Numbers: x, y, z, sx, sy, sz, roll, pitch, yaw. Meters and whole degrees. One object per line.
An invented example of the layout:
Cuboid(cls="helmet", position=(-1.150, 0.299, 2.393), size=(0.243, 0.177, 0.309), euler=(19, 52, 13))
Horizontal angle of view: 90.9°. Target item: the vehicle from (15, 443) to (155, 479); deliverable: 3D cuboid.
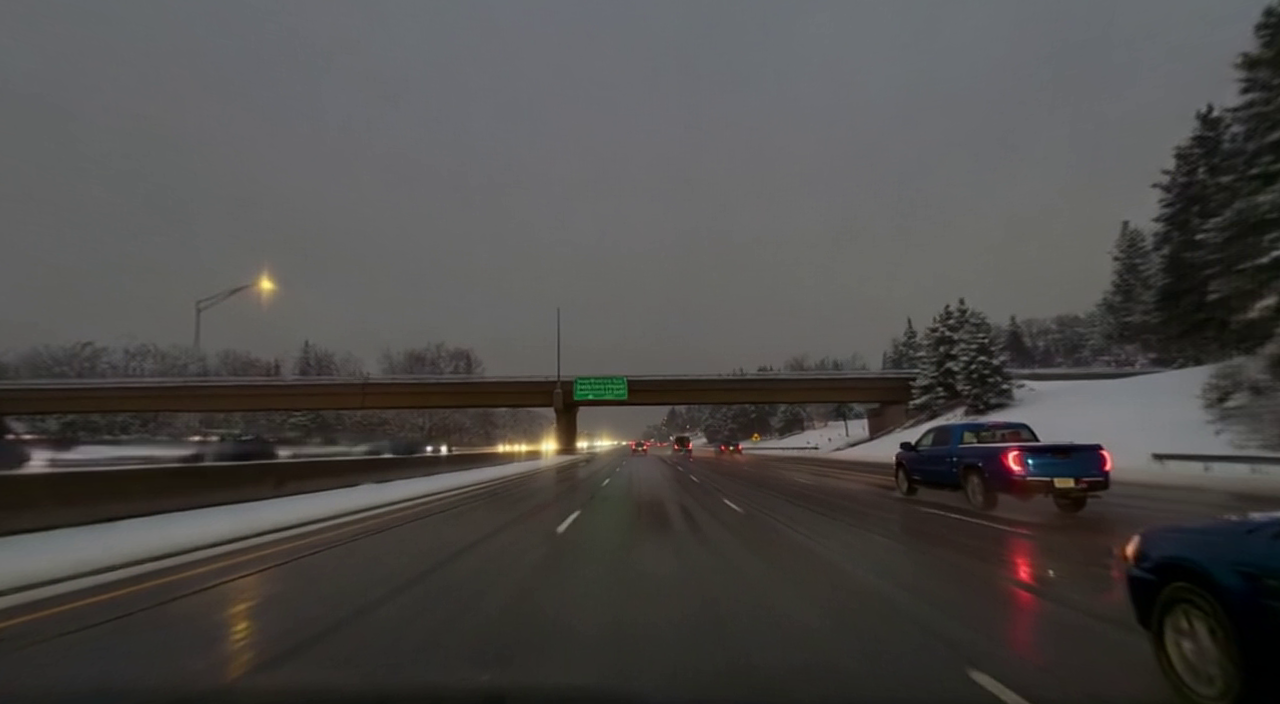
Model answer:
Cuboid(cls="vehicle", position=(-24.795, 4.843, 28.469), size=(1.914, 1.462, 4.781), euler=(0, -8, 0))

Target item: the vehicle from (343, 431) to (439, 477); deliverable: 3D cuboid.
Cuboid(cls="vehicle", position=(-11.298, 4.663, 29.148), size=(2.202, 1.907, 5.474), euler=(0, -8, 0))

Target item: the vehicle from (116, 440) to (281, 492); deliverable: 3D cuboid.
Cuboid(cls="vehicle", position=(-14.425, 3.718, 21.076), size=(1.963, 1.498, 4.861), euler=(0, -8, 1))

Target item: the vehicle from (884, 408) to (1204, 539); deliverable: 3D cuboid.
Cuboid(cls="vehicle", position=(6.925, 2.164, 12.019), size=(2.182, 1.852, 5.926), euler=(0, -8, 0))

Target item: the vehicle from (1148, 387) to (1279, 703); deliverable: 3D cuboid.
Cuboid(cls="vehicle", position=(3.198, 0.596, 0.163), size=(2.119, 1.524, 4.807), euler=(0, -8, 0))
